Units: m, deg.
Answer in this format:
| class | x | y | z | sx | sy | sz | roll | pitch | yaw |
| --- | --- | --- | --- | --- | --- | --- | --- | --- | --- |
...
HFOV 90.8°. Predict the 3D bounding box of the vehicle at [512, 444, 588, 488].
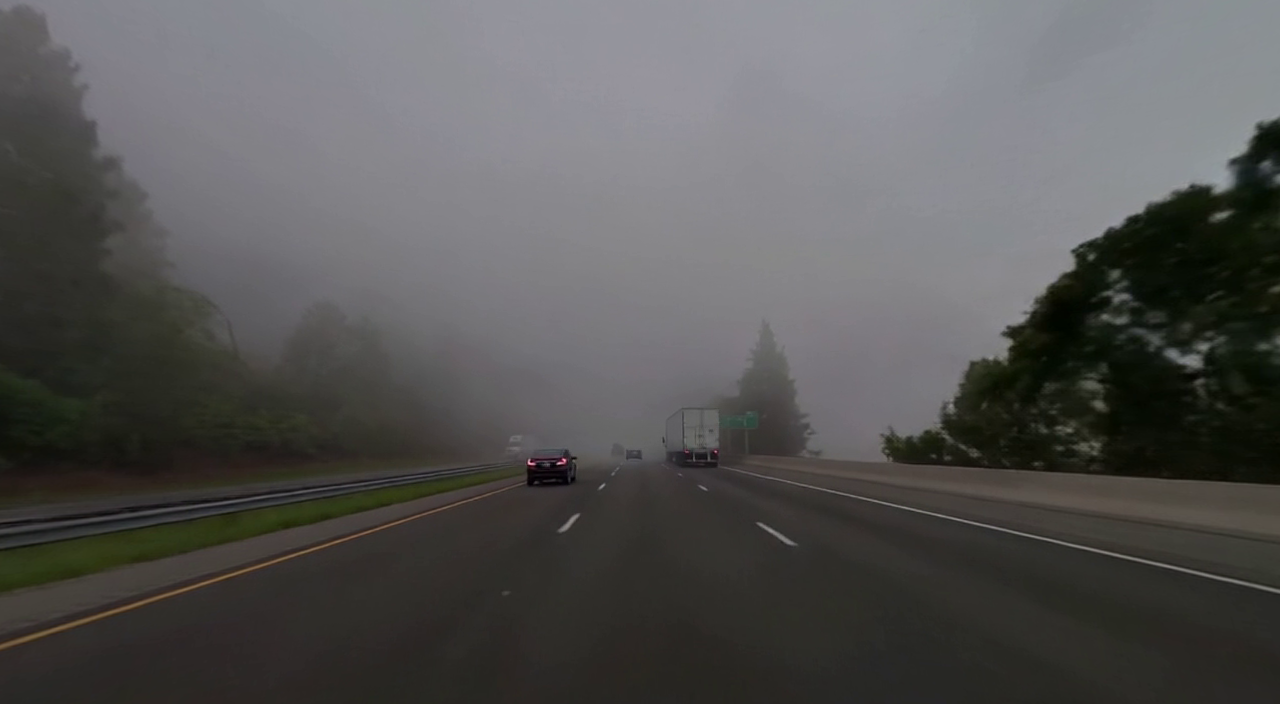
| class | x | y | z | sx | sy | sz | roll | pitch | yaw |
| --- | --- | --- | --- | --- | --- | --- | --- | --- | --- |
| vehicle | -3.174 | 4.134 | 23.194 | 2.121 | 1.445 | 4.651 | 0 | -9 | 0 |
